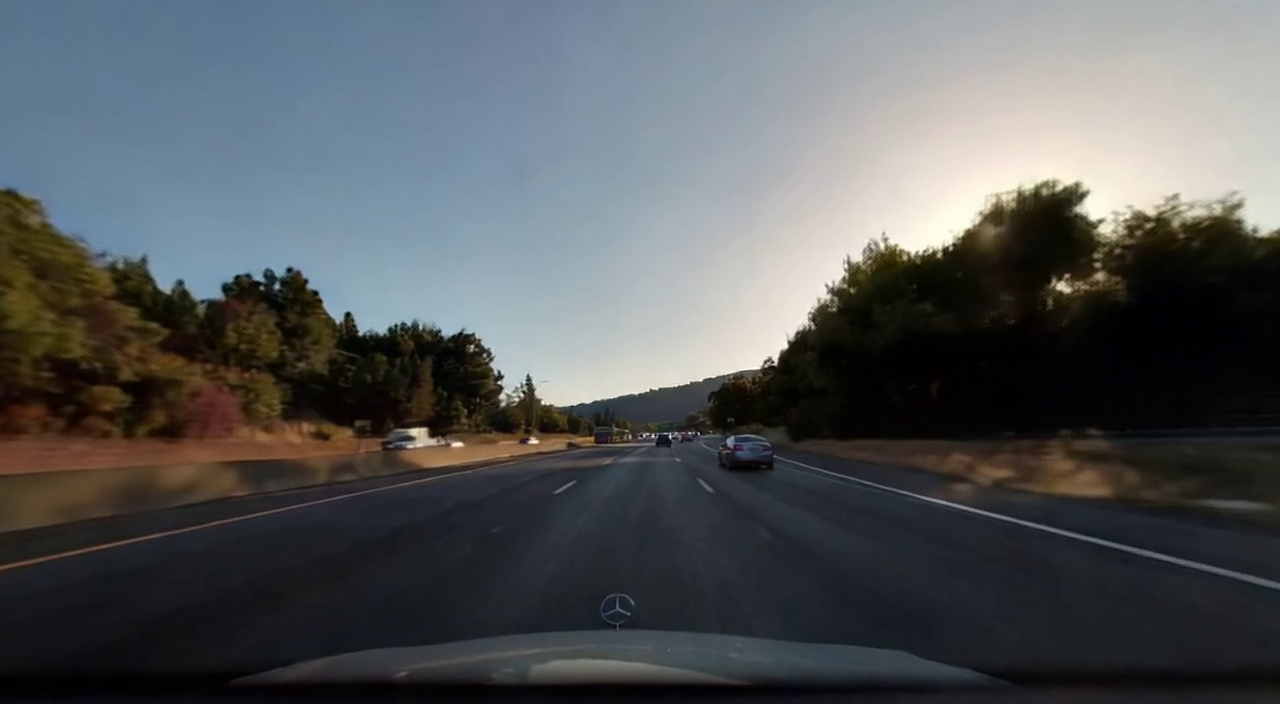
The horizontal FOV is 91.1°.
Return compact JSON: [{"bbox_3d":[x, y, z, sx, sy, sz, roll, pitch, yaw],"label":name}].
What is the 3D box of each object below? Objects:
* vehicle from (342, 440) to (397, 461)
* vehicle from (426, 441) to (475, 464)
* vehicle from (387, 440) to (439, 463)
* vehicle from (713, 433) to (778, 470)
[{"bbox_3d":[-19.369,7.050,45.247,1.826,1.456,4.471,0,-8,2],"label":"vehicle"},{"bbox_3d":[-12.093,6.436,40.431,1.832,1.414,3.704,0,-8,3],"label":"vehicle"},{"bbox_3d":[-15.693,6.856,43.710,1.817,1.467,4.429,0,-8,2],"label":"vehicle"},{"bbox_3d":[4.412,4.224,26.989,1.982,1.452,4.294,0,-8,-1],"label":"vehicle"}]
